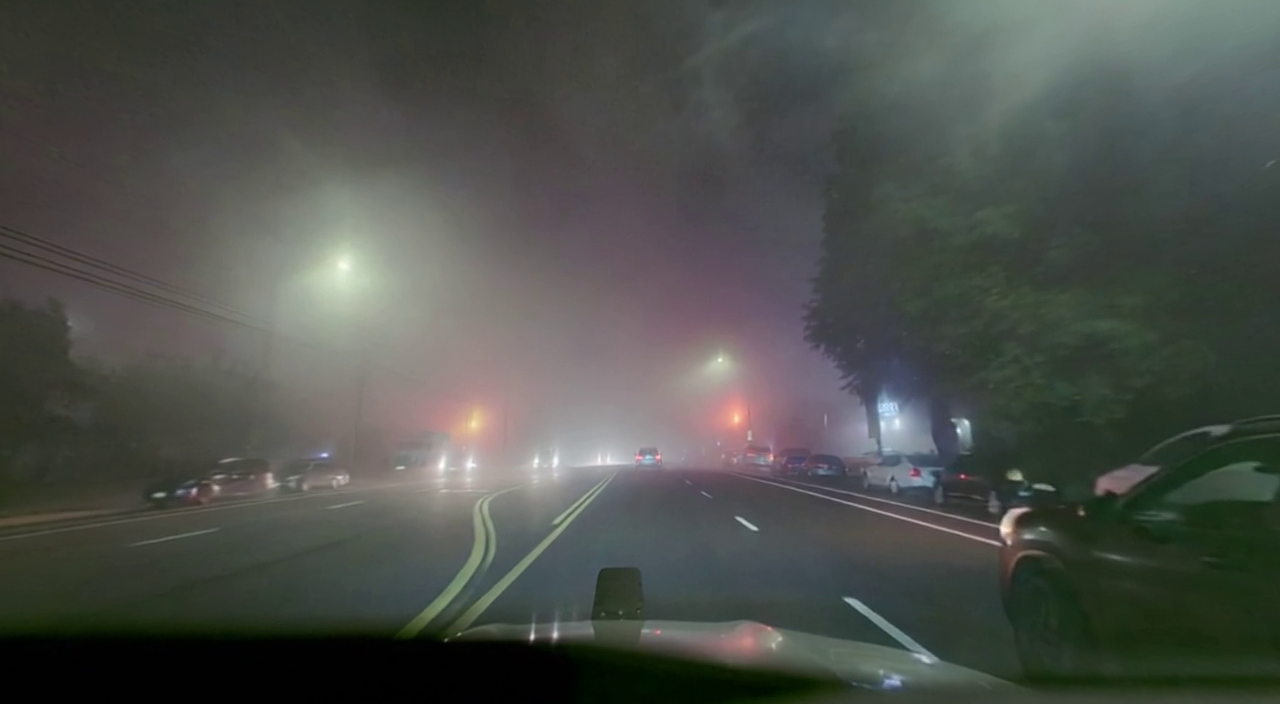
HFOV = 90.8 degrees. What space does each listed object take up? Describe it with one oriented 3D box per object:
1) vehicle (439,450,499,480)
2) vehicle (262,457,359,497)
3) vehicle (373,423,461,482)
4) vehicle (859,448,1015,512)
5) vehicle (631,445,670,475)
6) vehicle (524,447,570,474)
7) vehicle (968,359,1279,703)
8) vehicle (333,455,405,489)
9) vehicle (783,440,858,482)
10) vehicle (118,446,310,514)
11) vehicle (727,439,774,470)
[{"bbox_3d":[-9.533,6.345,35.647,2.060,1.507,4.532,-1,-8,1],"label":"vehicle"},{"bbox_3d":[-14.060,5.319,27.283,1.795,1.462,4.466,0,-8,-1],"label":"vehicle"},{"bbox_3d":[-14.021,6.397,40.450,2.865,3.346,7.163,-1,-8,1],"label":"vehicle"},{"bbox_3d":[7.685,3.325,16.977,1.874,1.437,4.593,0,-8,-1],"label":"vehicle"},{"bbox_3d":[0.572,6.031,35.709,2.067,1.547,4.513,-1,-8,0],"label":"vehicle"},{"bbox_3d":[-5.905,6.932,40.663,2.213,1.626,4.736,-1,-8,1],"label":"vehicle"},{"bbox_3d":[3.306,0.818,2.090,2.070,1.633,4.461,-1,-8,1],"label":"vehicle"},{"bbox_3d":[-14.017,6.207,33.003,1.806,1.463,4.714,-2,-8,-1],"label":"vehicle"},{"bbox_3d":[8.084,4.925,28.785,2.003,1.723,4.654,0,-8,0],"label":"vehicle"},{"bbox_3d":[-14.060,4.197,21.513,2.367,1.849,5.874,-3,-8,2],"label":"vehicle"},{"bbox_3d":[7.899,7.371,45.630,2.370,2.022,5.918,-1,-8,1],"label":"vehicle"}]
